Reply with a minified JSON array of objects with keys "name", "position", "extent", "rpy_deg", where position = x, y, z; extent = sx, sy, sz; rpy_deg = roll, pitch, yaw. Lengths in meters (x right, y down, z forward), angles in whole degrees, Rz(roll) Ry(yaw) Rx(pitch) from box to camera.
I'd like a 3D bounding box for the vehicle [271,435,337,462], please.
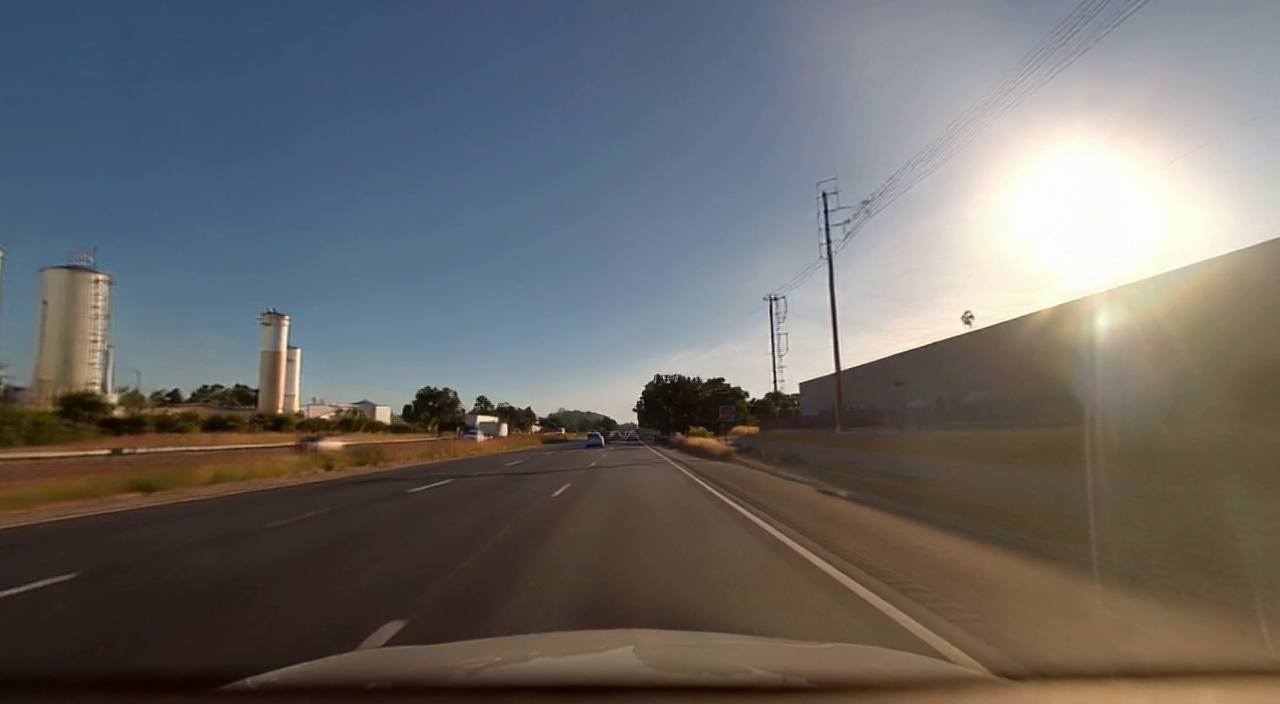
[{"name":"vehicle","position":[-19.444,5.574,36.652],"extent":[1.788,1.433,3.806],"rpy_deg":[0,-8,-1]}]
